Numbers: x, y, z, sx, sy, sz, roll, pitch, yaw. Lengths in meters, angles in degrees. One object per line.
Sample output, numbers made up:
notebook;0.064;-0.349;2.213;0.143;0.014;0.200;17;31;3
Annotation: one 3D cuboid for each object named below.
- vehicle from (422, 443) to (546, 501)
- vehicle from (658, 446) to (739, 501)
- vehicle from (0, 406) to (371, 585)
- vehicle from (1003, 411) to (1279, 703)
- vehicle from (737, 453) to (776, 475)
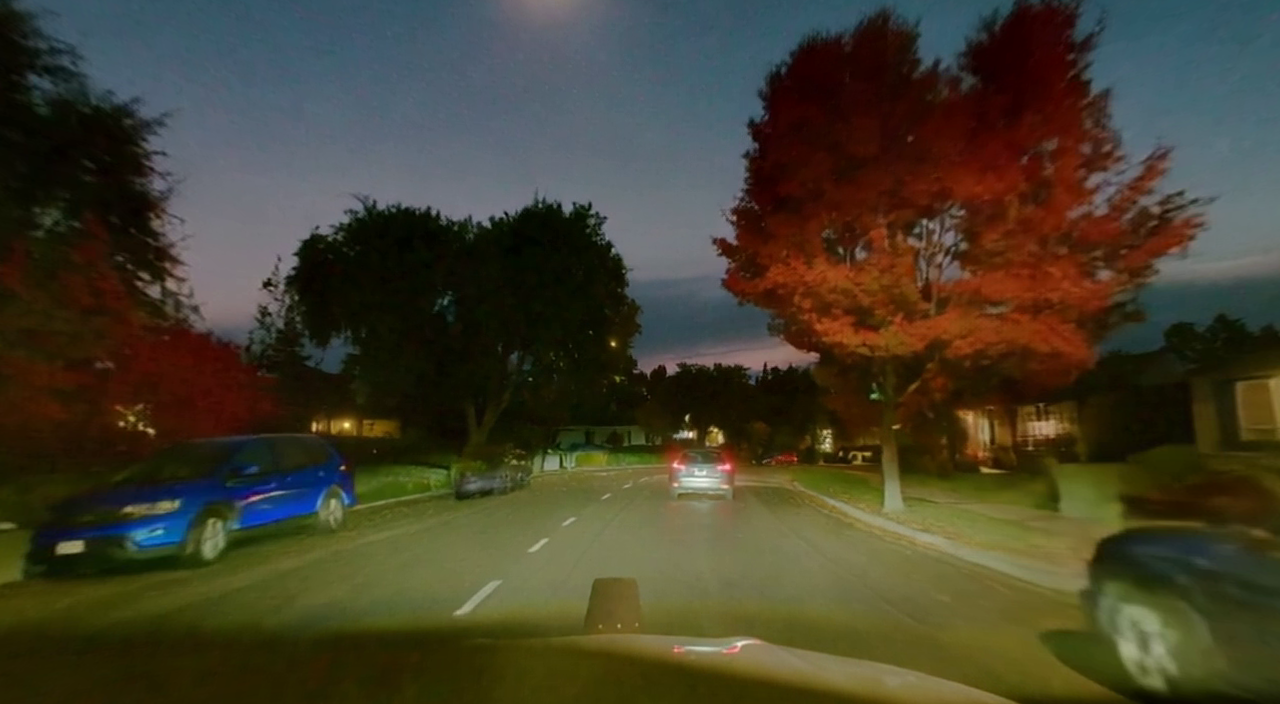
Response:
vehicle;-5.157;4.048;21.831;2.641;1.747;4.738;-2;-8;7
vehicle;1.811;3.607;19.278;2.192;1.474;4.192;-1;-9;6
vehicle;-6.142;1.969;9.398;2.235;1.851;4.662;-3;-9;0
vehicle;3.506;0.858;1.466;2.429;1.502;4.474;1;-9;-4
vehicle;8.196;7.914;44.812;2.089;1.462;4.529;0;-9;2
